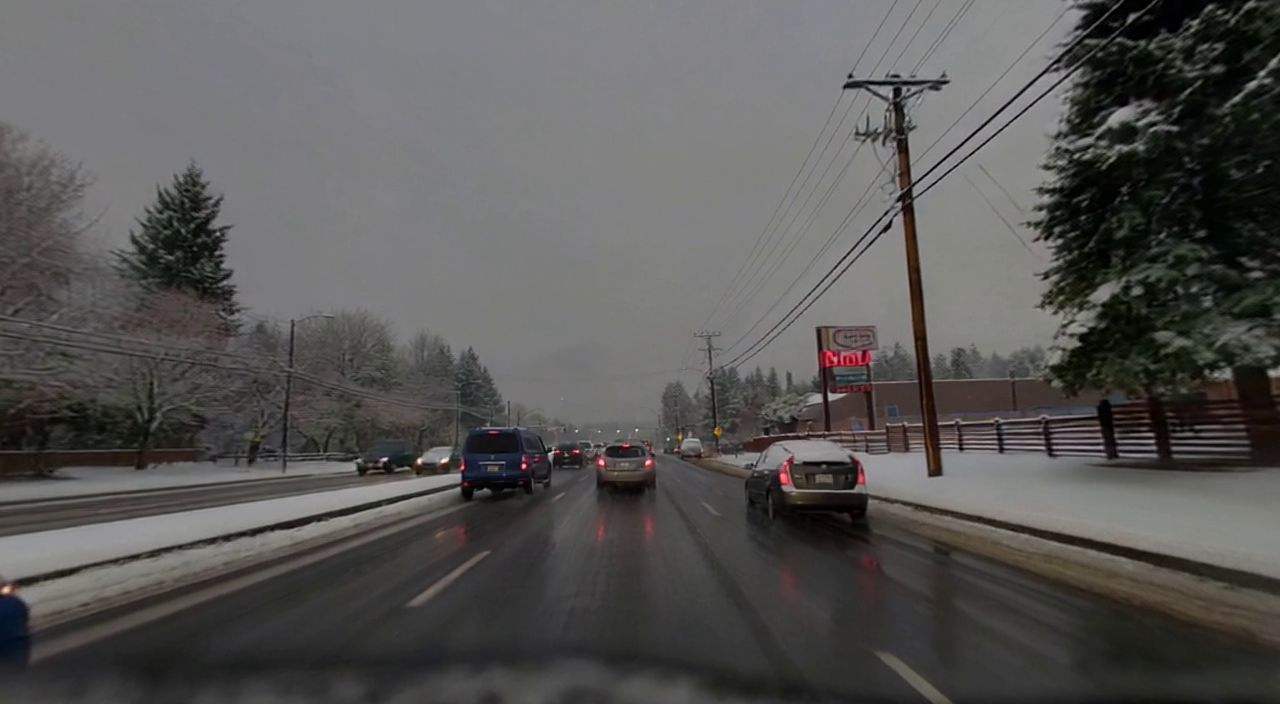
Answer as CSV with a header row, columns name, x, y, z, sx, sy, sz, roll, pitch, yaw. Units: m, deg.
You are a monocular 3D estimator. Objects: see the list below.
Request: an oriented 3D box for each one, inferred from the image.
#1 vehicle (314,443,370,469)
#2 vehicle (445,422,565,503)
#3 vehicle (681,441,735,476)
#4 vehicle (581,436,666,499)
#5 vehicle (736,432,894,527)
name,x,y,z,sx,sy,sz,roll,pitch,yaw
vehicle,-23.147,8.094,49.265,2.094,1.899,4.789,0,-9,-1
vehicle,-3.370,2.894,16.898,2.092,1.839,4.736,0,-9,1
vehicle,3.054,4.918,29.311,1.878,1.479,4.461,0,-9,-2
vehicle,-0.411,3.139,17.526,2.097,1.511,3.809,0,-9,0
vehicle,3.117,2.348,12.128,1.880,1.521,3.724,0,-9,-2
